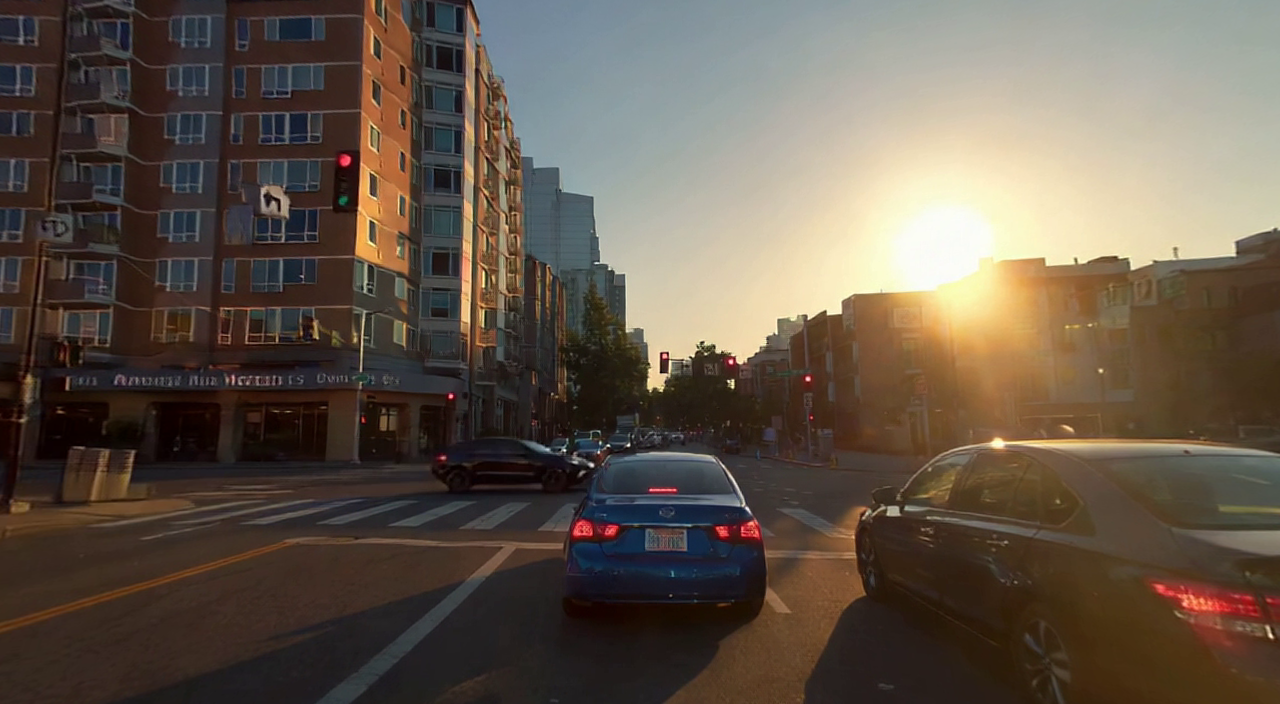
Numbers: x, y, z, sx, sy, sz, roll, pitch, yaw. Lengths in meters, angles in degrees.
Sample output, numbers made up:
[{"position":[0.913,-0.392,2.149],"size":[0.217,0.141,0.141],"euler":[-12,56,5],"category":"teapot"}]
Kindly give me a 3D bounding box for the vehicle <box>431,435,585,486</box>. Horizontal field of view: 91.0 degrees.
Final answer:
[{"position":[-4.329,3.613,21.167],"size":[4.688,1.612,1.938],"euler":[0,-8,2],"category":"vehicle"}]

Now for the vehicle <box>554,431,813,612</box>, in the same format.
[{"position":[0.287,1.696,7.293],"size":[2.132,1.464,4.089],"euler":[0,-8,-2],"category":"vehicle"}]

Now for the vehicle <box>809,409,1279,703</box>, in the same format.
[{"position":[2.819,1.287,4.561],"size":[1.961,1.498,4.356],"euler":[0,-8,0],"category":"vehicle"}]
